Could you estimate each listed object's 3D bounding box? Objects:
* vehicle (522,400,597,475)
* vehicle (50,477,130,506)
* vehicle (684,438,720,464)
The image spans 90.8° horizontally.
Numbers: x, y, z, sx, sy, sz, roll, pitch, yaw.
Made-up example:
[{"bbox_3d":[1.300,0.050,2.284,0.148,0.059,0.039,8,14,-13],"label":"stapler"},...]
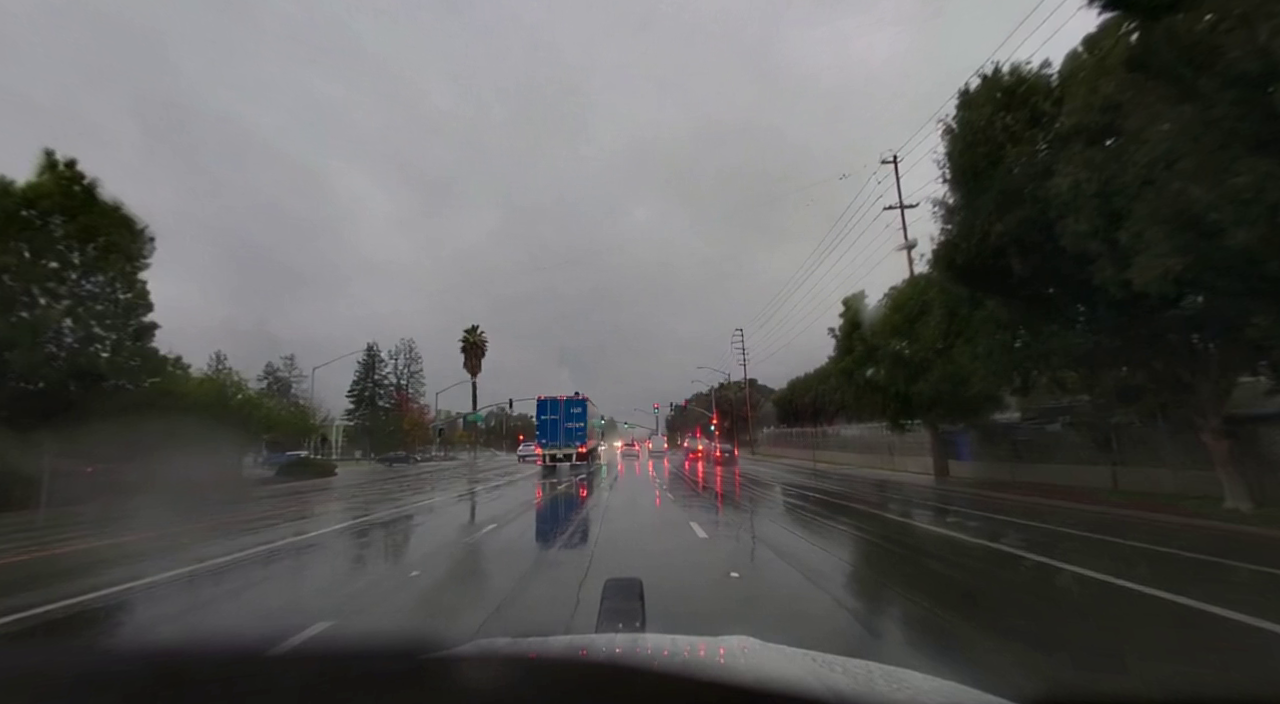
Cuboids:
[{"bbox_3d":[-3.898,4.442,32.670,2.889,3.347,8.285,0,-8,-1],"label":"vehicle"},{"bbox_3d":[-33.867,8.560,39.028,1.715,1.452,3.933,1,-8,-7],"label":"vehicle"},{"bbox_3d":[4.148,6.704,42.972,2.102,1.662,4.533,0,-8,1],"label":"vehicle"}]
